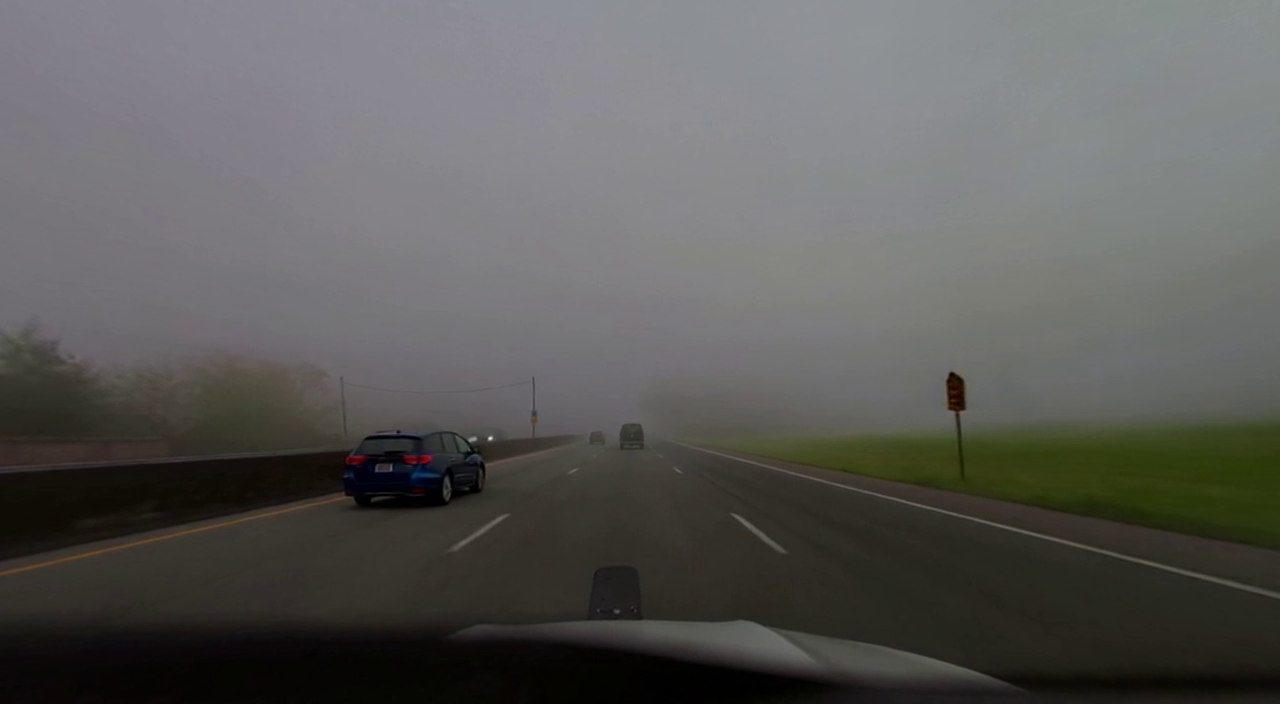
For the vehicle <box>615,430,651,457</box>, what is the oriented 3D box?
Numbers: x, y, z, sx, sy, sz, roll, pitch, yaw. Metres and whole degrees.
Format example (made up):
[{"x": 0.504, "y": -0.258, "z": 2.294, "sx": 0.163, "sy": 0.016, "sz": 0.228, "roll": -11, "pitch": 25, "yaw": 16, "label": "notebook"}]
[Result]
[{"x": -0.462, "y": 5.857, "z": 40.332, "sx": 2.162, "sy": 1.616, "sz": 4.242, "roll": 0, "pitch": -8, "yaw": -1, "label": "vehicle"}]

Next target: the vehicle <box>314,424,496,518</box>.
[{"x": -4.220, "y": 2.180, "z": 12.135, "sx": 1.931, "sy": 1.483, "sz": 4.105, "roll": 0, "pitch": -8, "yaw": 0, "label": "vehicle"}]
